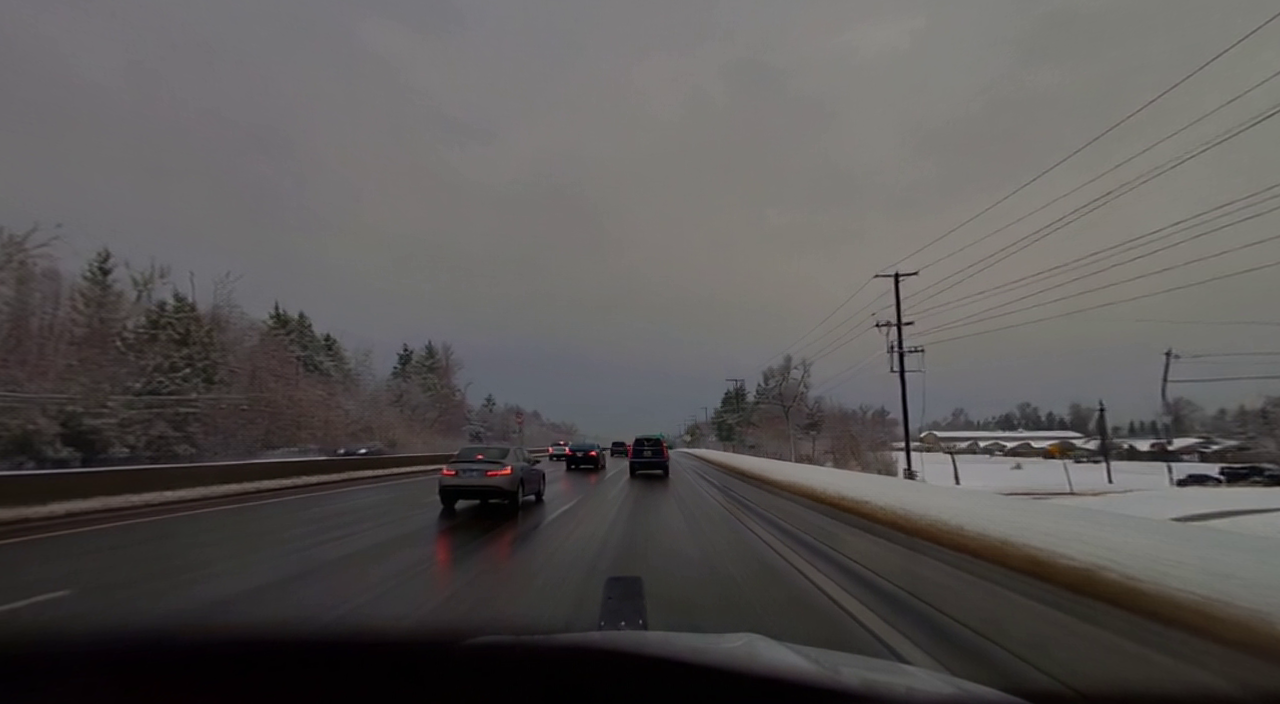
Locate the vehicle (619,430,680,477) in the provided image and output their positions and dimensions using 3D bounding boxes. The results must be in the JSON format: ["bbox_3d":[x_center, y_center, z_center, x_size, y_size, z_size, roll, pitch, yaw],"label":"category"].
[{"bbox_3d":[0.413,4.239,26.488,2.319,1.813,4.274,0,-8,1],"label":"vehicle"}]

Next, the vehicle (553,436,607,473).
[{"bbox_3d":[-2.929,5.166,31.901,2.051,1.695,4.731,-1,-8,3],"label":"vehicle"}]

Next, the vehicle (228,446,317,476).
[{"bbox_3d":[-20.028,5.918,34.646,1.886,1.495,4.780,-1,-8,2],"label":"vehicle"}]

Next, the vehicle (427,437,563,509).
[{"bbox_3d":[-3.258,2.820,15.204,2.092,1.464,4.466,0,-8,2],"label":"vehicle"}]
